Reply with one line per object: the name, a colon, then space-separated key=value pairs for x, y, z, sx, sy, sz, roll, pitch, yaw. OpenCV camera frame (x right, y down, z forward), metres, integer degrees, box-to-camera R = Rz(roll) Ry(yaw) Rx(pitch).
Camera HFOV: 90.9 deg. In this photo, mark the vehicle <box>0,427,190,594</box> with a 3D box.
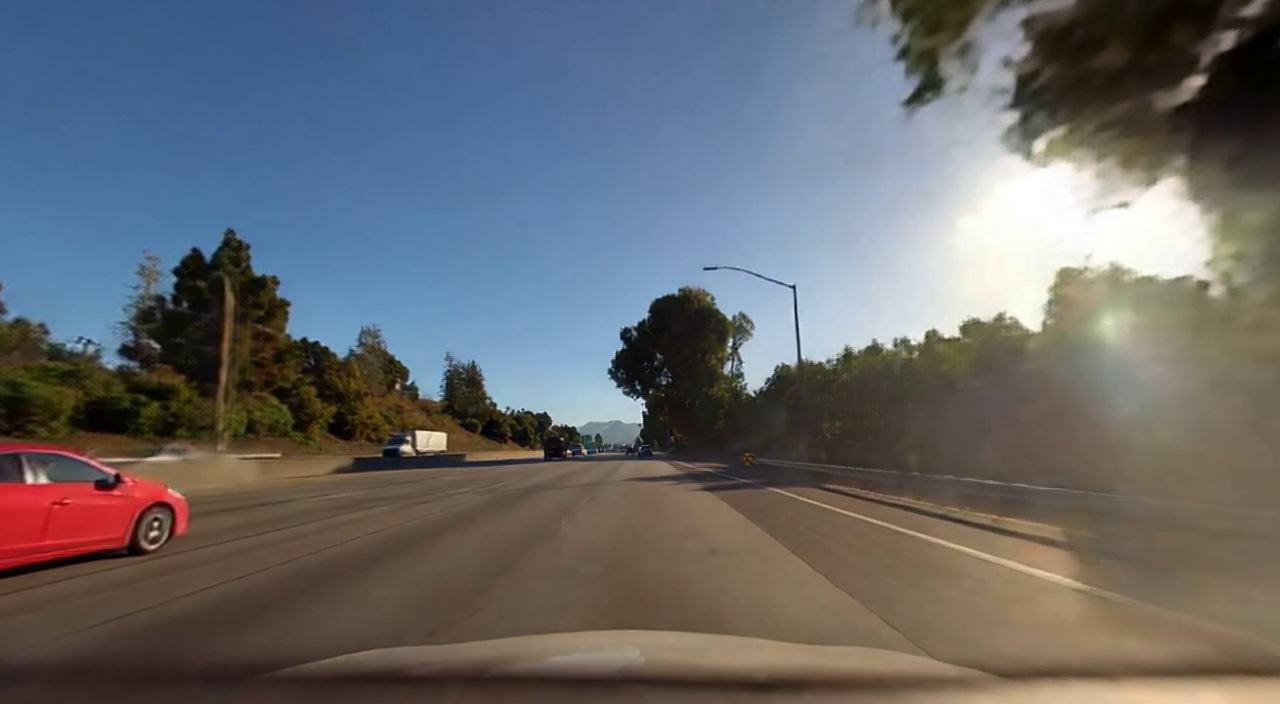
vehicle: x=-6.754 y=1.419 z=5.599 sx=1.981 sy=1.486 sz=4.735 roll=0 pitch=-8 yaw=1
